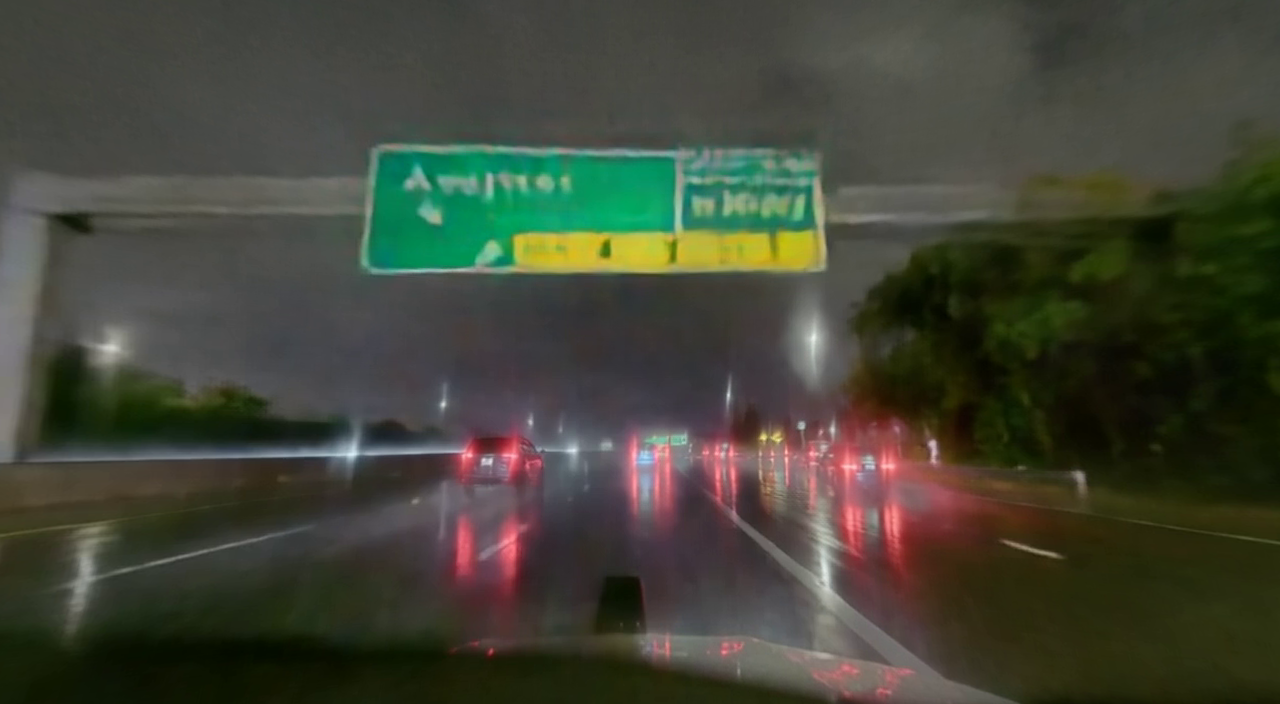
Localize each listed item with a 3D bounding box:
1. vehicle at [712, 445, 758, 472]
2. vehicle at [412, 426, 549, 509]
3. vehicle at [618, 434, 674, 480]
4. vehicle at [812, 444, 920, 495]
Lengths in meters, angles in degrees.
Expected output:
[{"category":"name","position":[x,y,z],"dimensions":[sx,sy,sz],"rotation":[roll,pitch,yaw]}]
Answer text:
[{"category":"vehicle","position":[5.503,6.236,37.085],"dimensions":[2.005,1.456,4.287],"rotation":[0,-9,0]},{"category":"vehicle","position":[-3.725,2.798,15.644],"dimensions":[2.142,1.759,4.297],"rotation":[0,-9,2]},{"category":"vehicle","position":[0.289,4.672,28.172],"dimensions":[2.270,1.862,4.949],"rotation":[0,-9,1]},{"category":"vehicle","position":[7.185,3.765,20.564],"dimensions":[1.936,1.480,4.373],"rotation":[0,-9,0]}]
